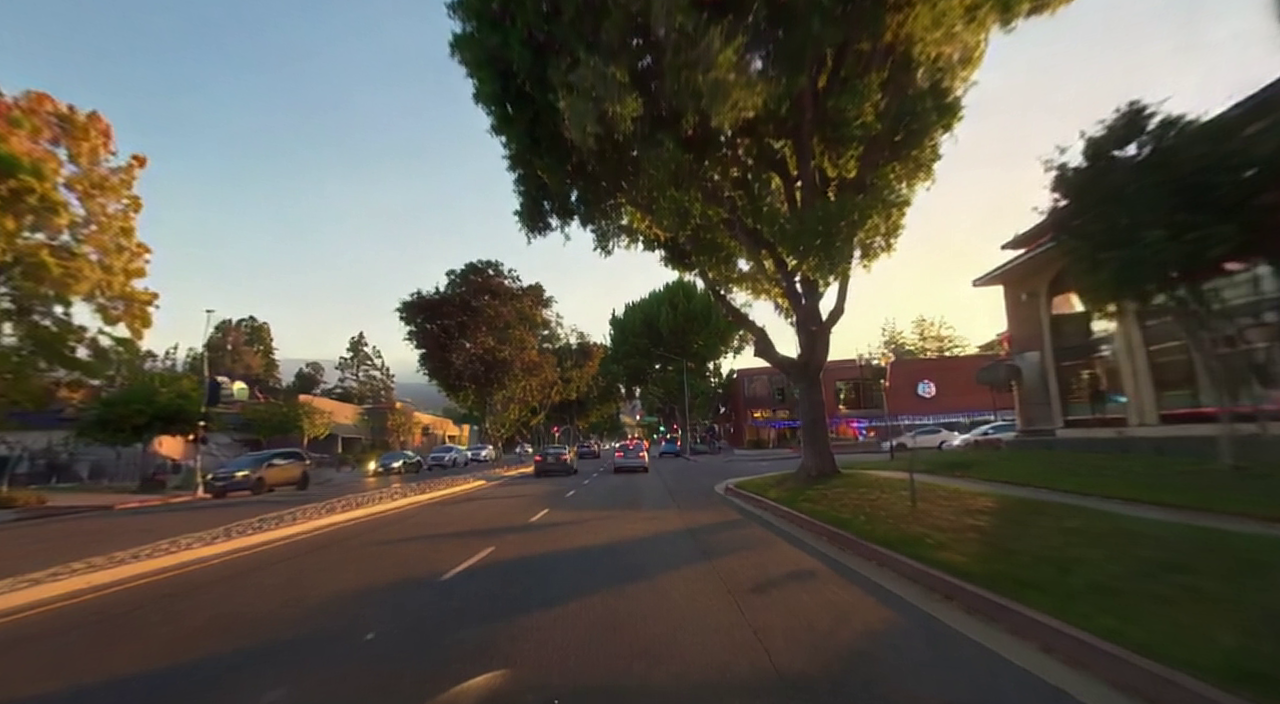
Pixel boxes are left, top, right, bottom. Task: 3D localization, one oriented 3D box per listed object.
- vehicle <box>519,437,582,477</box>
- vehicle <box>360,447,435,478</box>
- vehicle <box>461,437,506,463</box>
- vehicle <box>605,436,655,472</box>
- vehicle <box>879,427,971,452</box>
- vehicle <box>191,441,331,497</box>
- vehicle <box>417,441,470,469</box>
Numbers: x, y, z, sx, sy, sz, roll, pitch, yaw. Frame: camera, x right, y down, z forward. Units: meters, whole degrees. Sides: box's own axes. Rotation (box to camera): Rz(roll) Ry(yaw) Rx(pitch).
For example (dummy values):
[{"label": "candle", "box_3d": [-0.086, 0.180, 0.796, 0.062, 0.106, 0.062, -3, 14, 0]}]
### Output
[{"label": "vehicle", "box_3d": [-3.564, 4.232, 25.786, 1.921, 1.477, 4.083, 0, -8, 1]}, {"label": "vehicle", "box_3d": [-12.559, 5.704, 33.014, 1.909, 1.462, 4.608, 0, -8, 3]}, {"label": "vehicle", "box_3d": [-12.294, 7.742, 49.912, 2.260, 1.921, 4.902, 0, -8, 0]}, {"label": "vehicle", "box_3d": [-0.456, 4.489, 28.043, 2.085, 1.475, 3.976, 0, -8, -1]}, {"label": "vehicle", "box_3d": [17.201, 5.338, 38.288, 4.517, 1.455, 2.233, 0, -9, 3]}, {"label": "vehicle", "box_3d": [-13.140, 4.048, 22.334, 1.999, 1.755, 4.518, 0, -8, 2]}, {"label": "vehicle", "box_3d": [-12.563, 6.613, 40.689, 1.986, 1.712, 4.399, 0, -8, 1]}]
